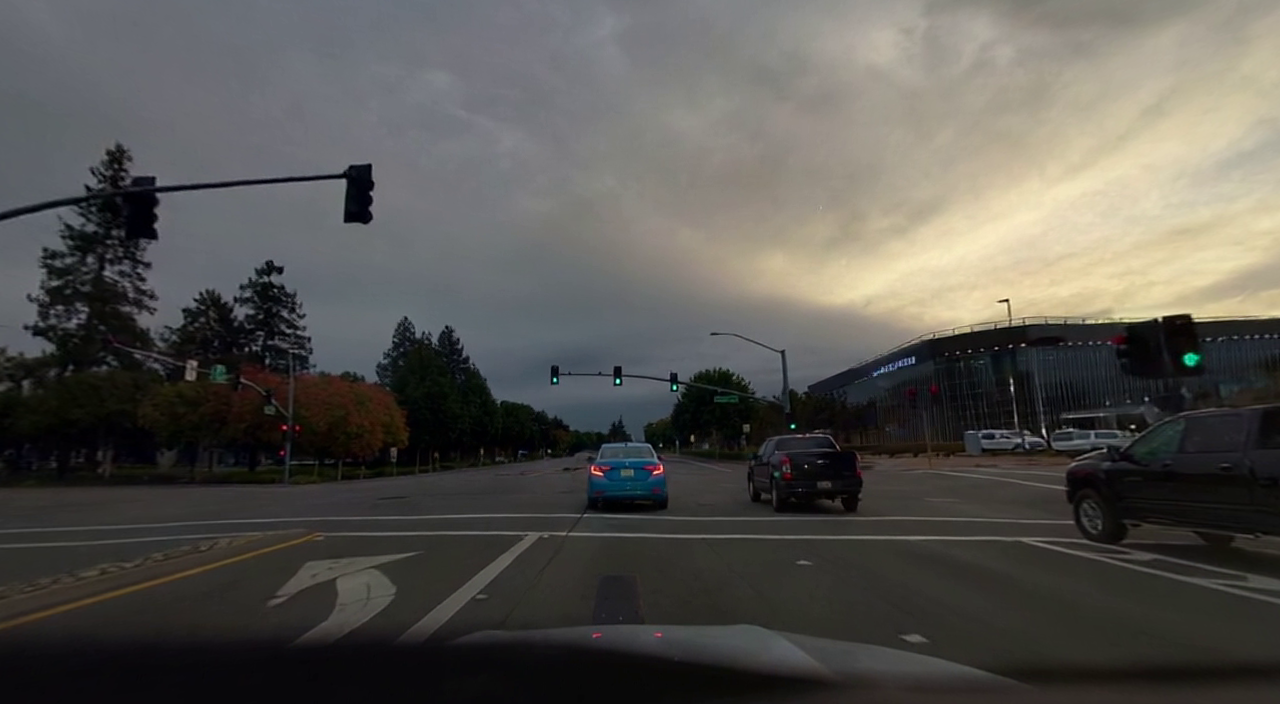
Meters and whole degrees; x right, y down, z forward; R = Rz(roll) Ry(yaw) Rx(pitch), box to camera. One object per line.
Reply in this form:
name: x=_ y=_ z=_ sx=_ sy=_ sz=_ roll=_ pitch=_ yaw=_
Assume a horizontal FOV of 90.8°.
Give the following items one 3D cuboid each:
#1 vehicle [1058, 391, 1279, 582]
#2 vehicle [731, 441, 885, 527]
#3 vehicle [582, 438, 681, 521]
vehicle: x=7.629 y=1.422 z=6.820 sx=2.240 sy=1.923 sz=5.678 roll=0 pitch=-8 yaw=-1
vehicle: x=3.427 y=2.780 z=13.970 sx=1.955 sy=1.550 sz=4.587 roll=0 pitch=-8 yaw=-3
vehicle: x=-0.246 y=2.892 z=14.900 sx=2.037 sy=1.674 sz=3.693 roll=0 pitch=-8 yaw=-2
